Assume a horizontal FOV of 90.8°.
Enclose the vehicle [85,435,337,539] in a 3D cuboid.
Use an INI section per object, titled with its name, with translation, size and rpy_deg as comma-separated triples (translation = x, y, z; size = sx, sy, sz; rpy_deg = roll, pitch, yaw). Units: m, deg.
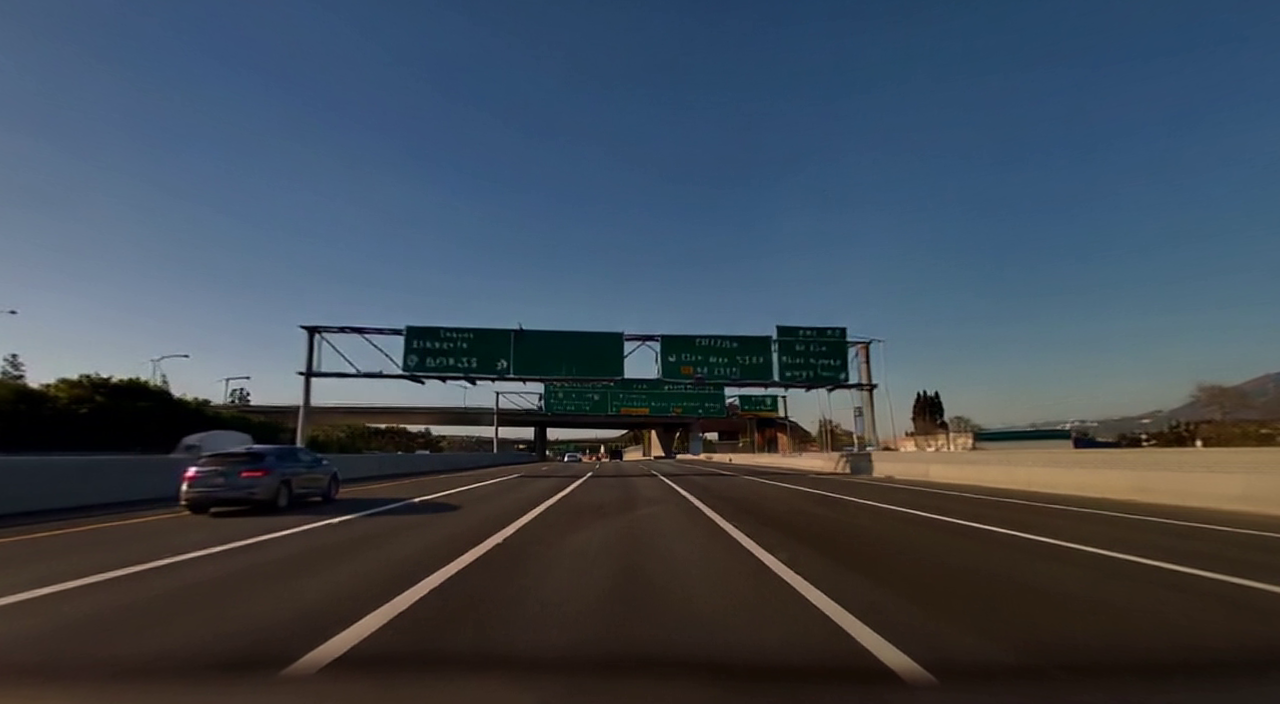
[vehicle]
translation = -7.746, 2.450, 12.041
size = 1.924, 1.601, 4.115
rpy_deg = 0, -9, -1
